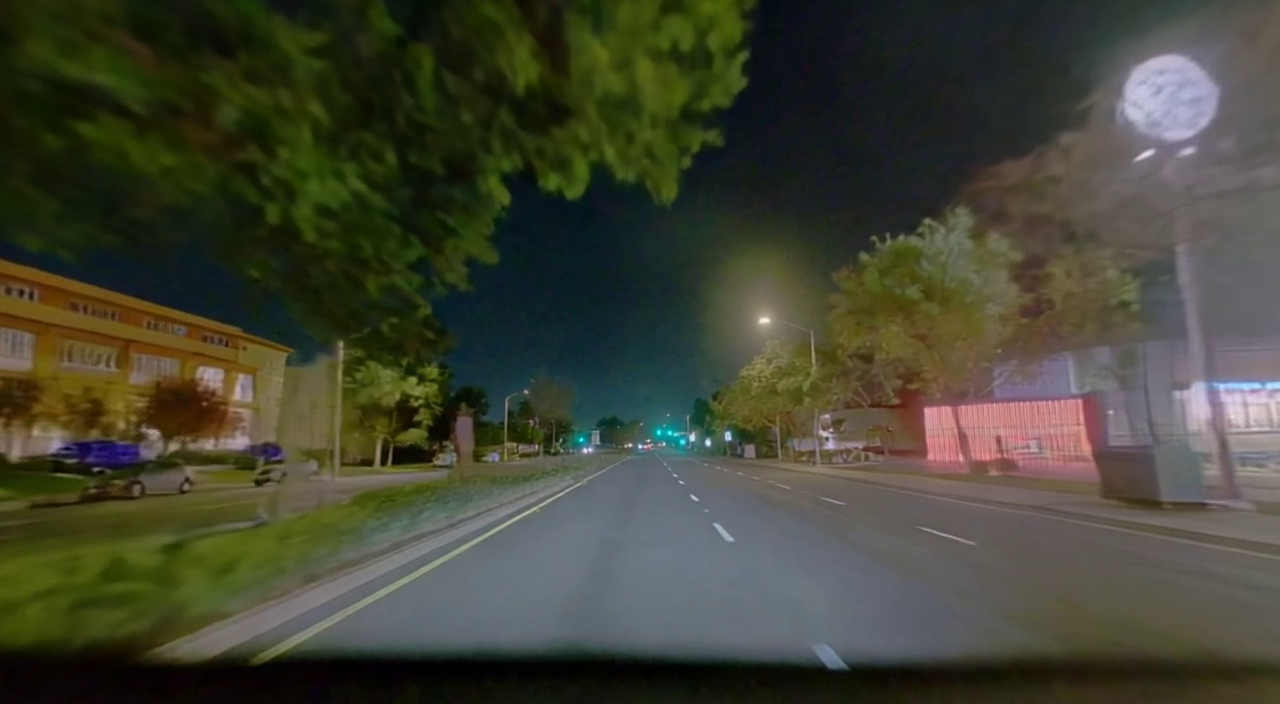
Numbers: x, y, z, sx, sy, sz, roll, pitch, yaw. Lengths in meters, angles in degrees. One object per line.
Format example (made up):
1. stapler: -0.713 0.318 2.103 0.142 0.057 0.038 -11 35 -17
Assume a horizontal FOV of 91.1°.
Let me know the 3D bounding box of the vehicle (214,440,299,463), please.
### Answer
1. vehicle: -27.655 7.190 45.383 4.643 1.614 2.169 0 -9 1

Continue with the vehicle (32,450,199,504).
1. vehicle: -18.927 4.486 23.043 2.012 1.560 4.782 -1 -7 0

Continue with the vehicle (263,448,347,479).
1. vehicle: -19.013 6.301 35.897 2.071 1.595 4.822 0 -9 1

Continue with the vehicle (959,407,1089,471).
1. vehicle: 21.836 5.065 36.291 2.977 3.311 6.892 0 -9 -1

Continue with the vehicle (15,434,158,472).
1. vehicle: -26.661 4.866 30.402 4.667 1.728 2.276 0 -8 -3
